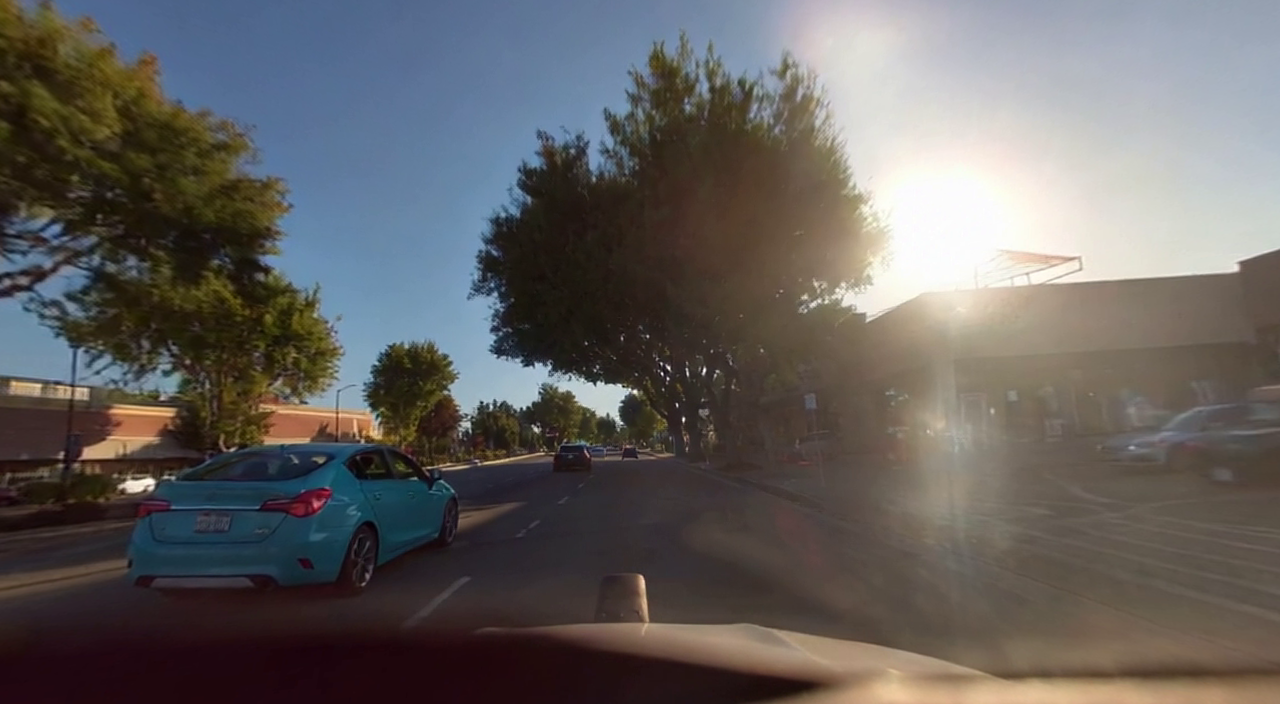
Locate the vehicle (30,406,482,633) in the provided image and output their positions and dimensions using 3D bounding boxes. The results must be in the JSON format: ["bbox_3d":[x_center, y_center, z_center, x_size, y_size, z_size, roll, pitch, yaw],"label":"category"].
[{"bbox_3d":[-3.408,1.586,7.008,2.126,1.655,4.560,0,-9,0],"label":"vehicle"}]

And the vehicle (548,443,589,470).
[{"bbox_3d":[-4.077,6.042,36.679,1.955,1.461,4.396,0,-9,-2],"label":"vehicle"}]

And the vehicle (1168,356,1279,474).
[{"bbox_3d":[12.615,1.140,11.039,4.780,1.870,2.140,0,-9,-1],"label":"vehicle"}]

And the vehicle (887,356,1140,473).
[{"bbox_3d":[12.112,2.107,21.011,6.427,3.417,2.845,-2,-8,-2],"label":"vehicle"}]

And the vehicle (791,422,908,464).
[{"bbox_3d":[10.498,4.617,31.941,5.130,1.902,2.056,-1,-9,-2],"label":"vehicle"}]

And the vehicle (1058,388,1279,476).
[{"bbox_3d":[12.772,1.768,13.907,5.551,1.753,2.162,0,-9,-1],"label":"vehicle"}]
